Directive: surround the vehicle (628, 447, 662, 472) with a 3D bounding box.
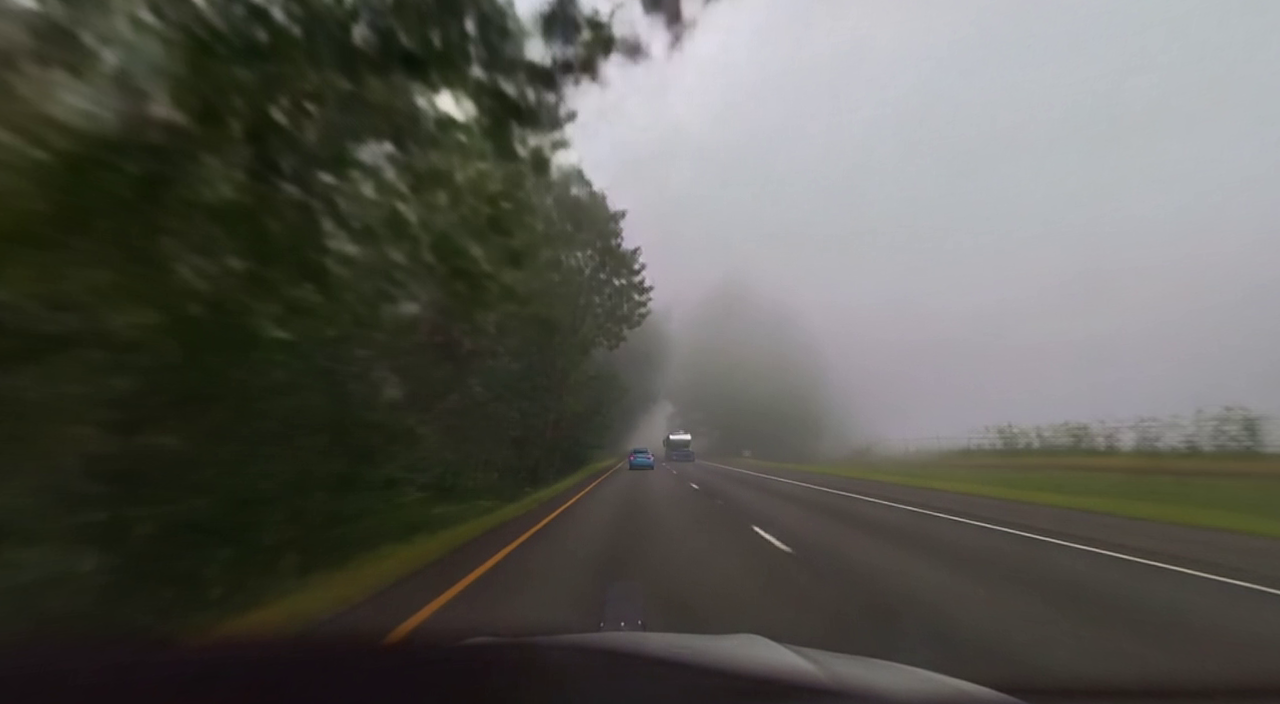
[{"bbox_3d":[0.285,6.419,37.781,1.926,1.386,3.615,0,-9,0],"label":"vehicle"}]
